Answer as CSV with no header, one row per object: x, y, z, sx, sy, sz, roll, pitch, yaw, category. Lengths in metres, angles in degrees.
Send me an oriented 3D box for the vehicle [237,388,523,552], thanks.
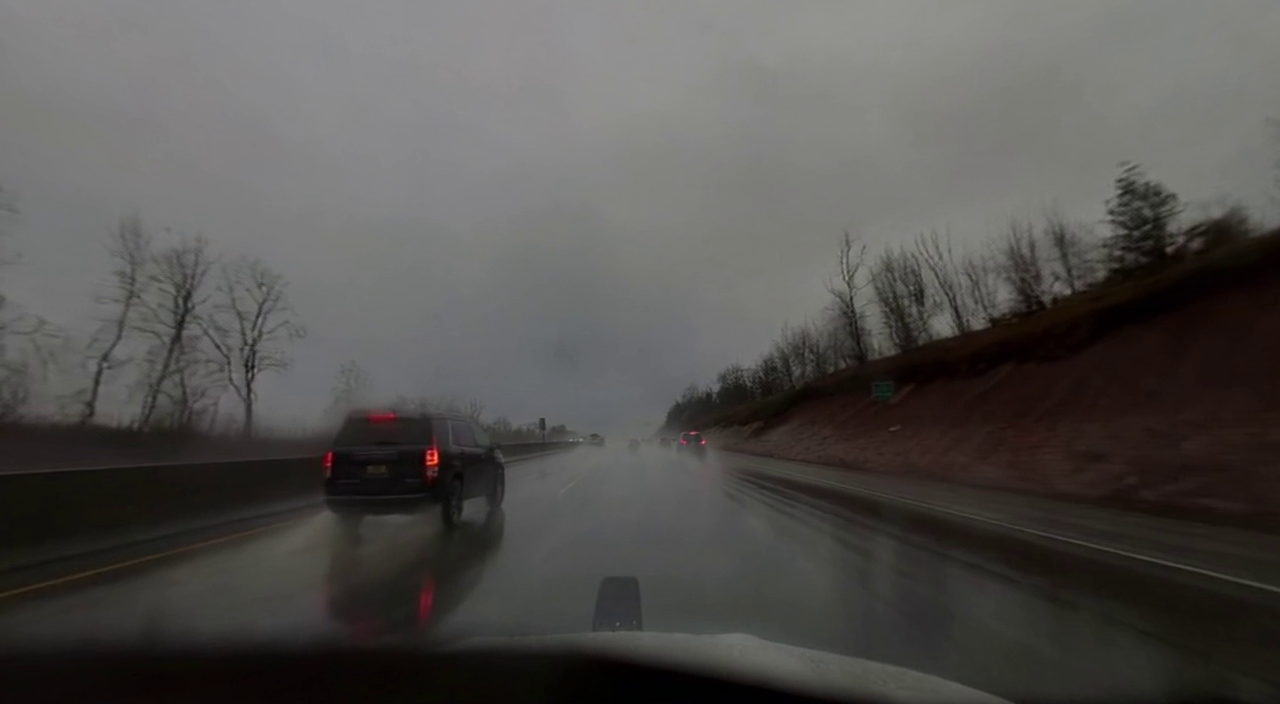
-3.247,1.590,9.193,2.185,1.772,4.656,0,-8,0,vehicle

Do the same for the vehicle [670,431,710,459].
3.169,5.969,40.539,2.124,1.696,4.173,0,-8,-2,vehicle
